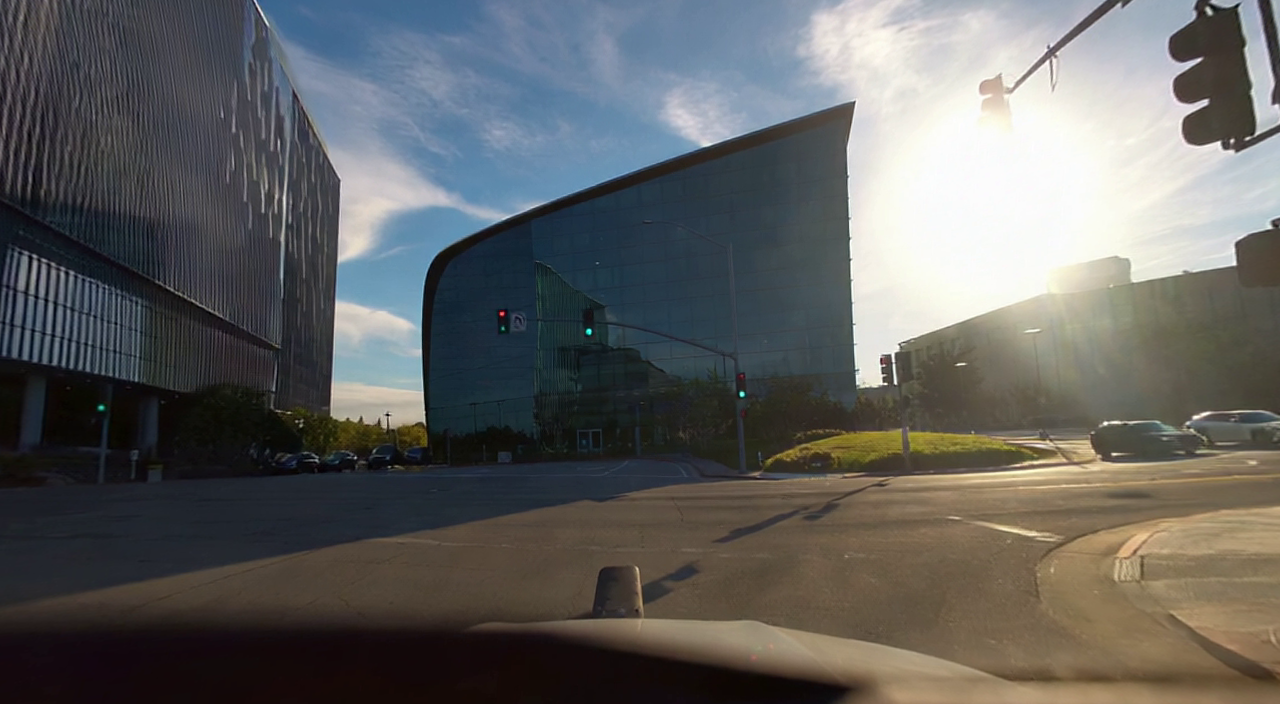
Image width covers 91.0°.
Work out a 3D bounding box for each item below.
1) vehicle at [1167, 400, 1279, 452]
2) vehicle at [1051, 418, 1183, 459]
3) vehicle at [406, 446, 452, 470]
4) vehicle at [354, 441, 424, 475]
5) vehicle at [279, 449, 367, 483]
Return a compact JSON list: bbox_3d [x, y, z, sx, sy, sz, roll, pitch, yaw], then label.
[{"bbox_3d":[24.404,3.029,25.198,2.109,1.836,5.080,-2,-10,0],"label":"vehicle"},{"bbox_3d":[19.071,3.522,25.493,1.834,1.480,4.458,0,-9,-1],"label":"vehicle"},{"bbox_3d":[-15.142,7.613,45.424,1.932,1.605,4.146,1,-9,-1],"label":"vehicle"},{"bbox_3d":[-14.899,6.314,37.748,2.091,1.915,5.040,0,-9,0],"label":"vehicle"},{"bbox_3d":[-14.808,5.317,29.701,1.790,1.437,4.349,0,-9,2],"label":"vehicle"}]
